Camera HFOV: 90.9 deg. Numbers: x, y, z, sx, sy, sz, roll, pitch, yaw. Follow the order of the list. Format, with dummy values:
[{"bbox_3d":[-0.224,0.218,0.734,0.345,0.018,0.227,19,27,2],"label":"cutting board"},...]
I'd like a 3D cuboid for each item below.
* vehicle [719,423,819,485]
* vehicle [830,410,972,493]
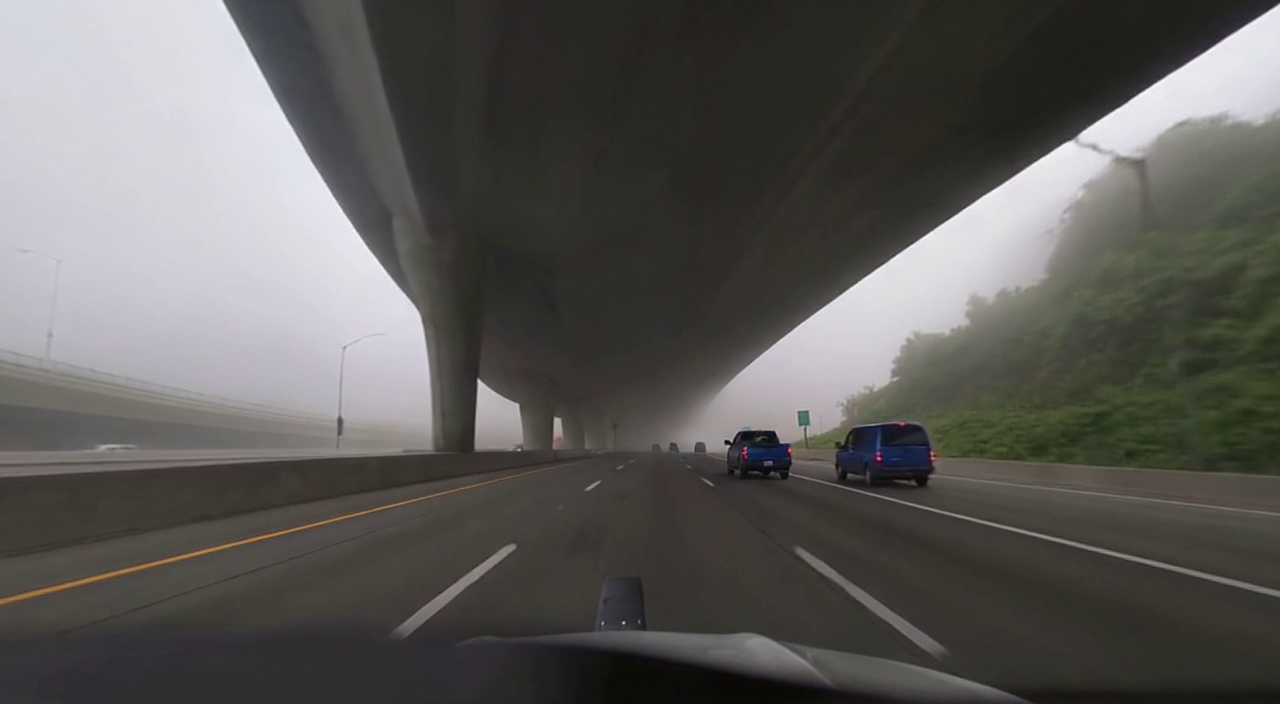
[{"bbox_3d":[4.585,3.752,23.542,2.505,2.020,5.532,0,-8,0],"label":"vehicle"},{"bbox_3d":[8.140,3.185,20.445,2.229,2.317,5.399,0,-9,0],"label":"vehicle"}]
